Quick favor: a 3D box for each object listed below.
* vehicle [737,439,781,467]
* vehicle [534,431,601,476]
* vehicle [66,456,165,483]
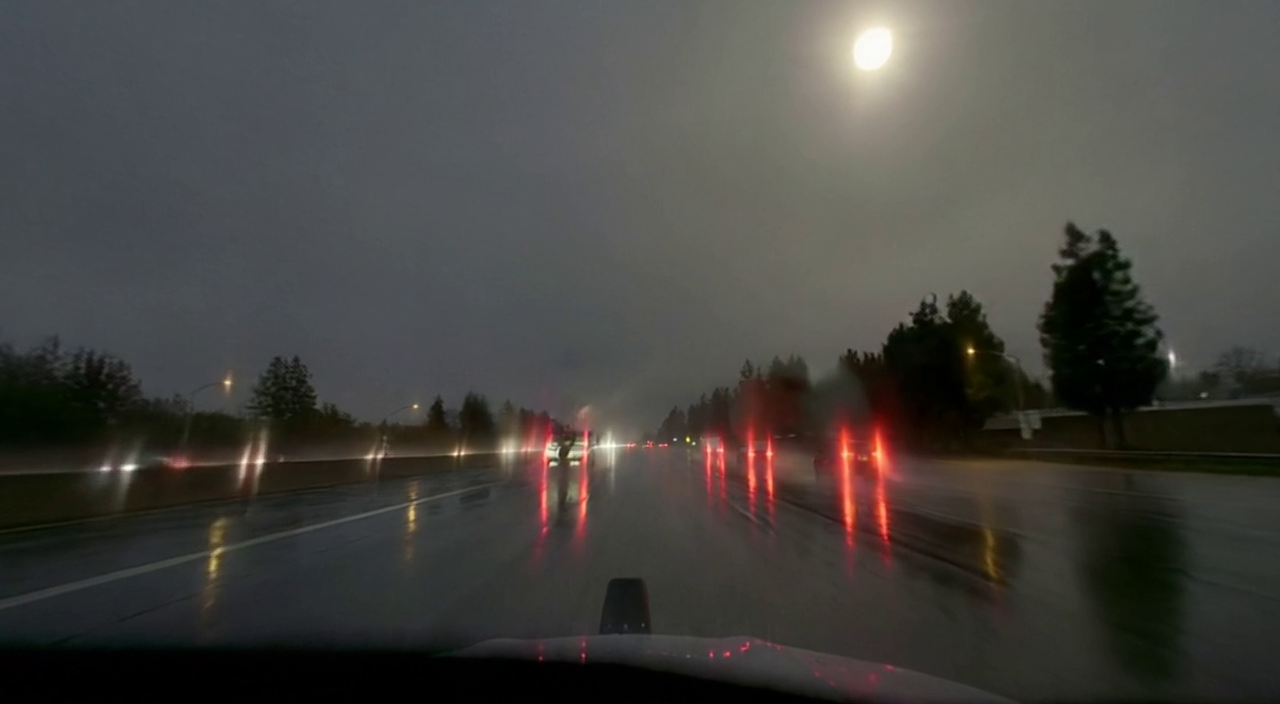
[{"bbox_3d":[7.674,6.521,40.991,2.063,1.706,4.259,0,-8,0],"label":"vehicle"},{"bbox_3d":[-3.333,4.819,30.086,2.453,1.952,5.320,0,-8,1],"label":"vehicle"},{"bbox_3d":[-32.065,7.162,38.721,1.859,1.485,4.827,0,-8,1],"label":"vehicle"}]
